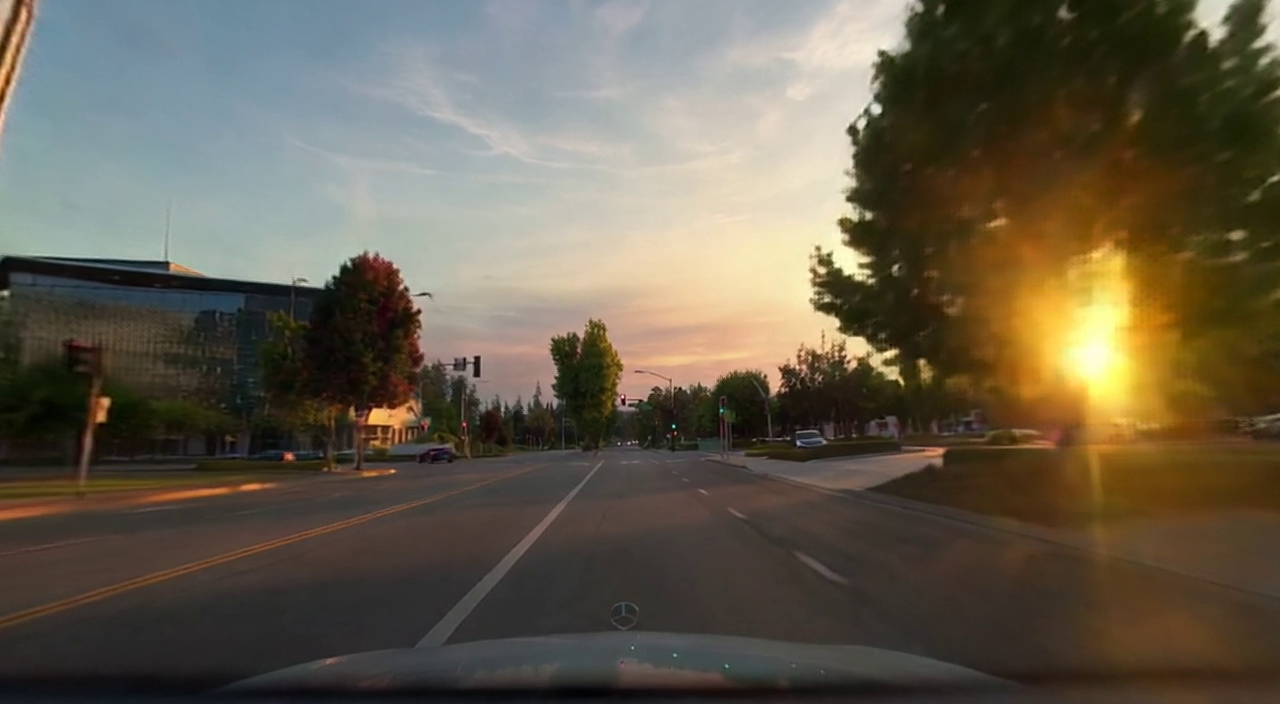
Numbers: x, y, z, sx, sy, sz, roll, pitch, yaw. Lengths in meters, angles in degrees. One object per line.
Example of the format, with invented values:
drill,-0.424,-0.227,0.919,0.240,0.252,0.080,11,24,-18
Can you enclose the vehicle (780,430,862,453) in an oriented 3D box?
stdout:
vehicle,11.700,5.809,41.089,4.670,1.476,2.042,0,-8,-1

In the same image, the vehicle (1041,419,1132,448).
vehicle,24.343,4.520,34.703,1.859,1.453,4.076,0,-9,-2

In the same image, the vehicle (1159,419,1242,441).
vehicle,42.345,5.931,47.947,1.801,1.495,4.816,0,-9,-2
